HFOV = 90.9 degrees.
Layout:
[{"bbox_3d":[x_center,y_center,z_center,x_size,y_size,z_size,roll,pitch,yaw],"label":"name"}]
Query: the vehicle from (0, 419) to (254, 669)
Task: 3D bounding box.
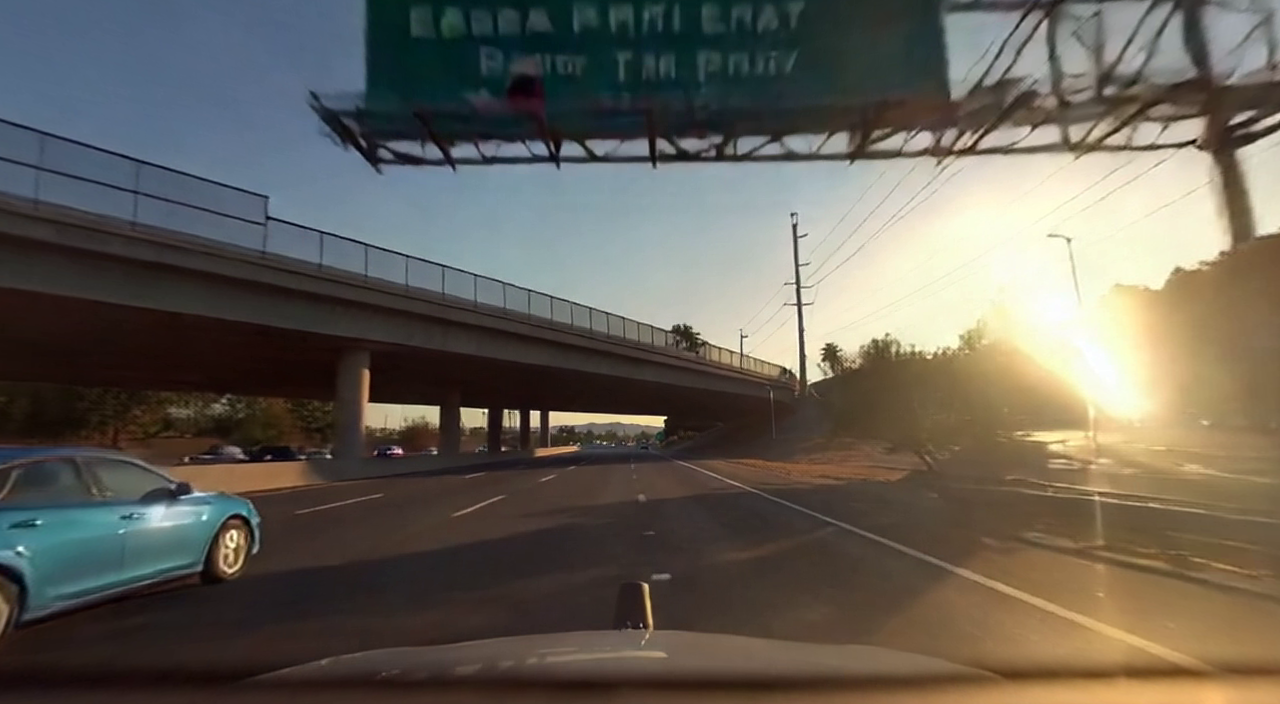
[{"bbox_3d":[-5.069,1.245,4.212,2.105,1.551,4.602,0,-8,-1],"label":"vehicle"}]
